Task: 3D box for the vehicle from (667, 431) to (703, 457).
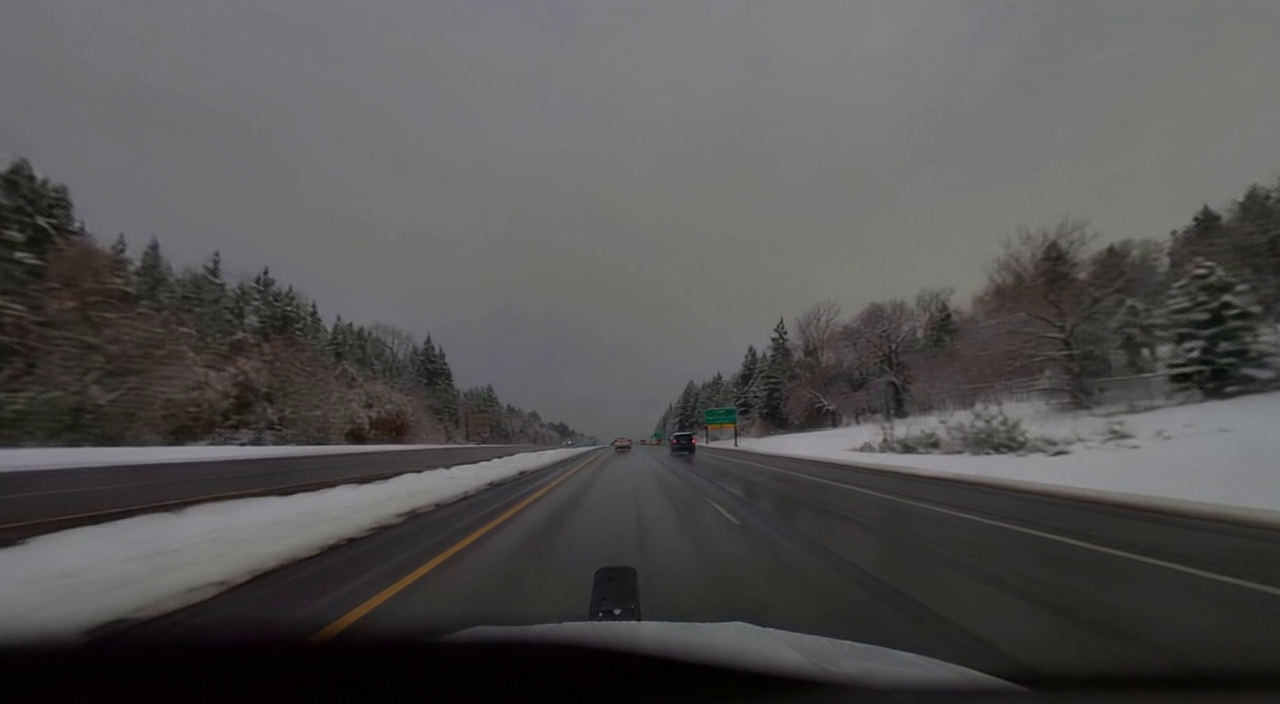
[{"bbox_3d":[3.093,6.450,44.345,2.085,1.681,4.436,0,-7,-2],"label":"vehicle"}]
